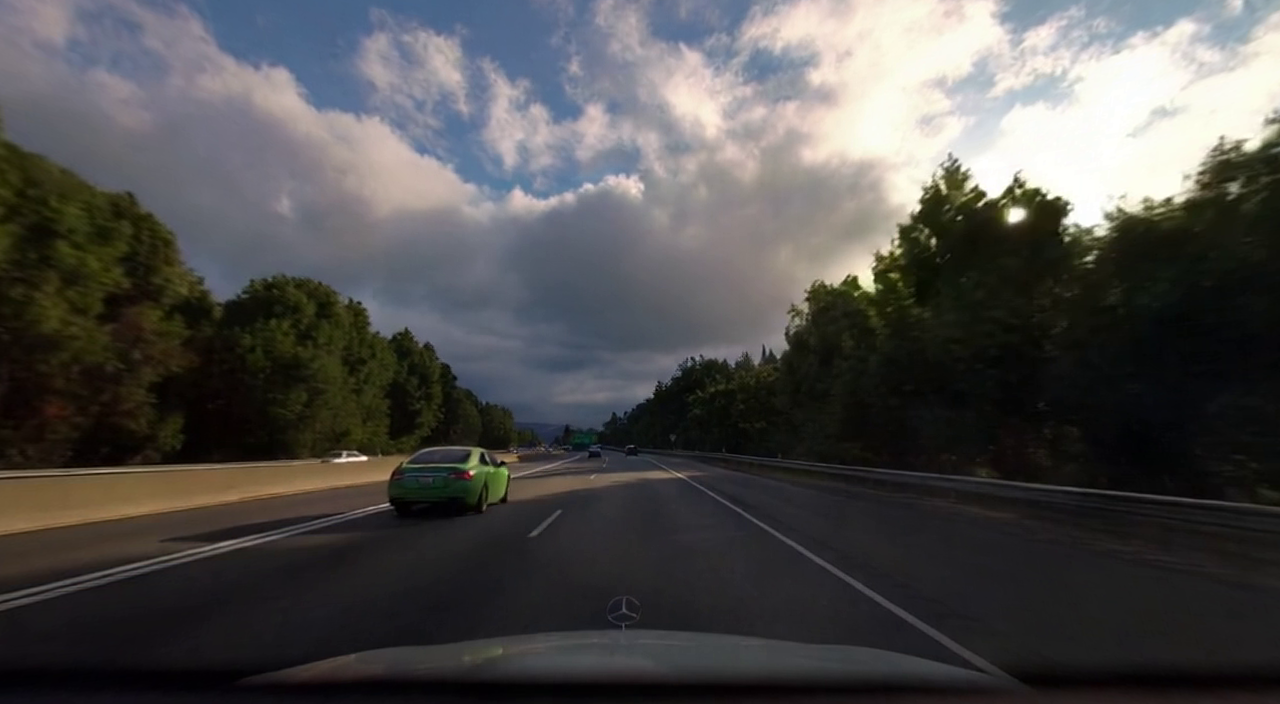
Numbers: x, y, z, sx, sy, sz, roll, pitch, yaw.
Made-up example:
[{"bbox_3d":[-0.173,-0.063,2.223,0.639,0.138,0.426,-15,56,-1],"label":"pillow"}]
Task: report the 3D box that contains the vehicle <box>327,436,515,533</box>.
[{"bbox_3d":[-3.934,2.461,12.330,2.017,1.522,4.569,0,-9,0],"label":"vehicle"}]
